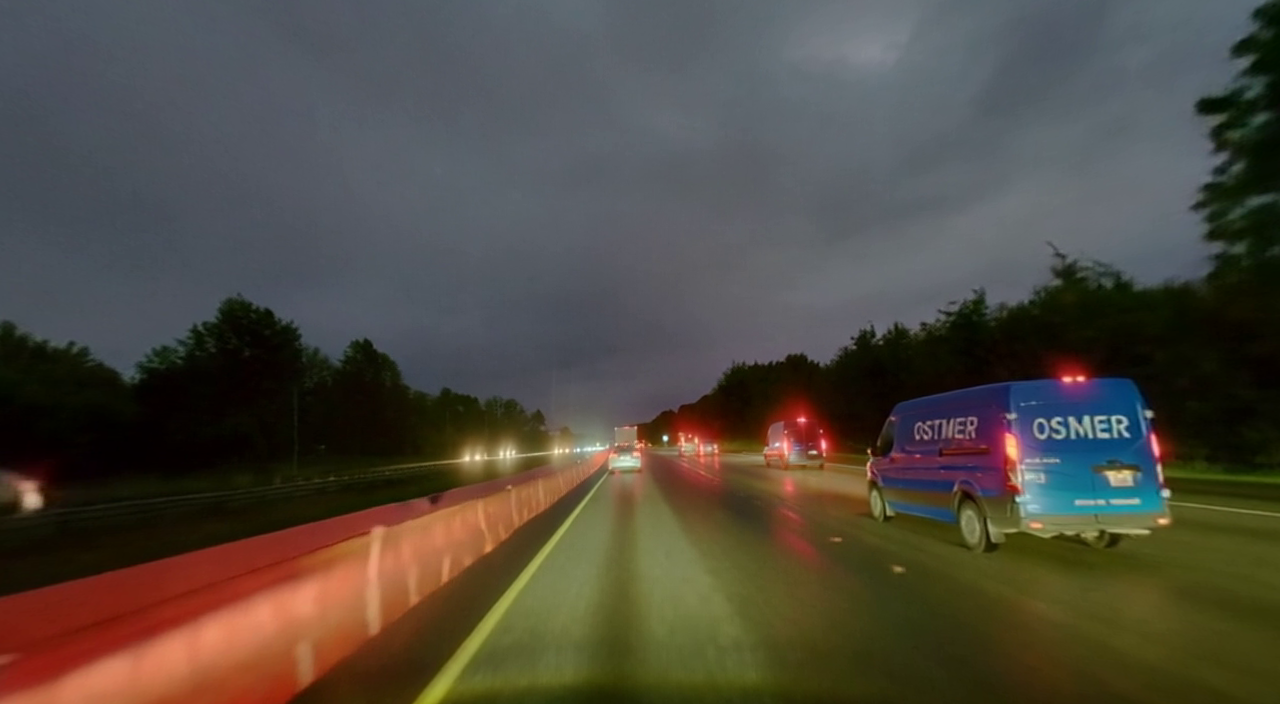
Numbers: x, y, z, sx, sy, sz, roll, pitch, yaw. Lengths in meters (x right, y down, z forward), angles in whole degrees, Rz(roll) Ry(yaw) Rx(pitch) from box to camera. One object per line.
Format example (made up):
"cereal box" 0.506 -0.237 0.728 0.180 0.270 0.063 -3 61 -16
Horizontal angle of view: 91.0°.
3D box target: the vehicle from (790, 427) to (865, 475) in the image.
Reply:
"vehicle" 8.270 4.380 28.073 2.255 1.960 3.229 0 -8 -1

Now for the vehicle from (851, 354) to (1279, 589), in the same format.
"vehicle" 4.794 1.376 8.034 2.223 2.008 5.121 0 -8 -2

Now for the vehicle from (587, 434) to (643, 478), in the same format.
"vehicle" -0.983 4.158 25.465 2.100 1.636 3.620 0 -8 -2

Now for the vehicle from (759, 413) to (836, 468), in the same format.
"vehicle" 8.112 4.642 33.081 2.385 2.635 5.633 0 -8 -2
